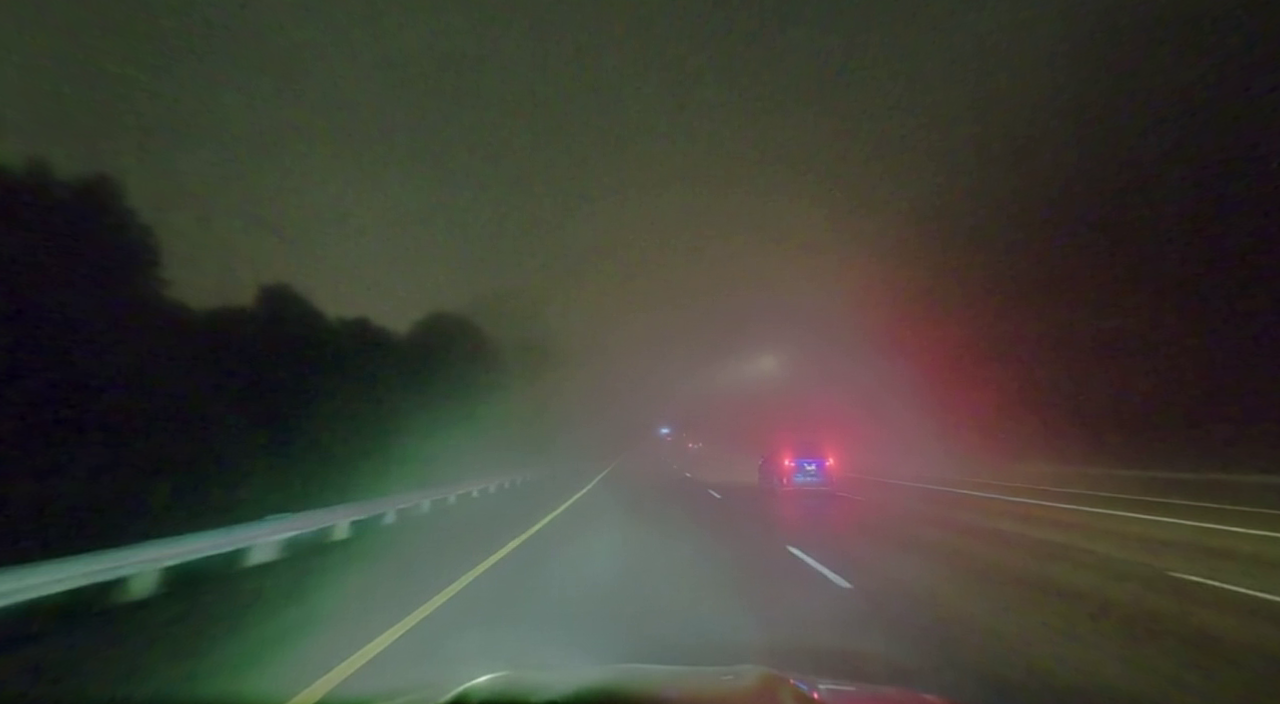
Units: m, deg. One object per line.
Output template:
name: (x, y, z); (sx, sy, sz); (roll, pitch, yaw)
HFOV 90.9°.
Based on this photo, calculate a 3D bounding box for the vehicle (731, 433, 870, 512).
vehicle: (3.517, 2.741, 14.774); (2.050, 1.546, 4.344); (-1, -9, -1)
